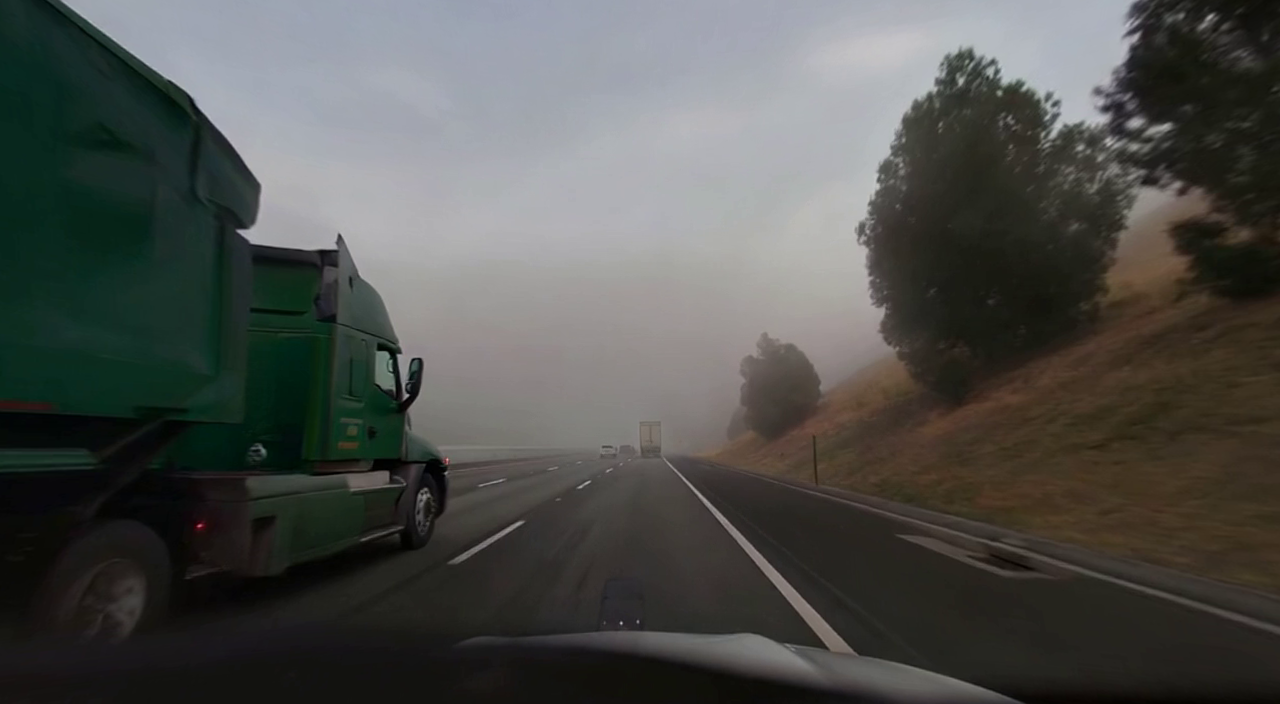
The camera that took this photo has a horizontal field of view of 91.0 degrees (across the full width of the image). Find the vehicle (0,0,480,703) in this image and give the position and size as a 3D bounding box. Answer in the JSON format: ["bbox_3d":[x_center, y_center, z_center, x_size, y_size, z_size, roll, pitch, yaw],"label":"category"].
[{"bbox_3d":[-3.716,0.299,4.703,2.989,3.493,8.299,1,-9,-1],"label":"vehicle"}]
